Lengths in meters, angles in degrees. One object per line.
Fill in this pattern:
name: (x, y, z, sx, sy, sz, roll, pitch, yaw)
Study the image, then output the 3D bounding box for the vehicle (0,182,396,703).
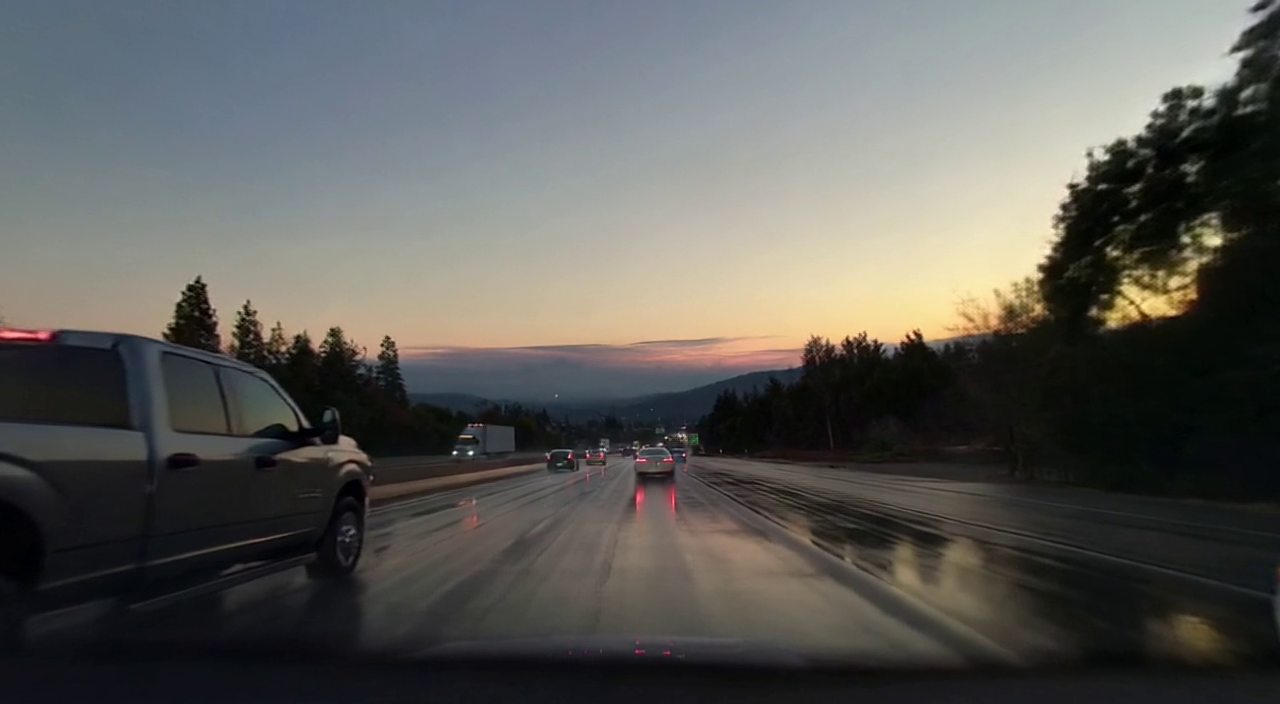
vehicle: (-4.031, 0.718, 4.011, 2.523, 2.458, 6.022, 0, -9, -1)

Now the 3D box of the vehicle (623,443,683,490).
vehicle: (0.424, 4.200, 23.290, 2.015, 1.526, 4.286, 0, -9, -1)

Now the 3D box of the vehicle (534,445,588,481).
vehicle: (-3.644, 5.184, 29.560, 1.940, 1.502, 4.463, 0, -9, 1)
